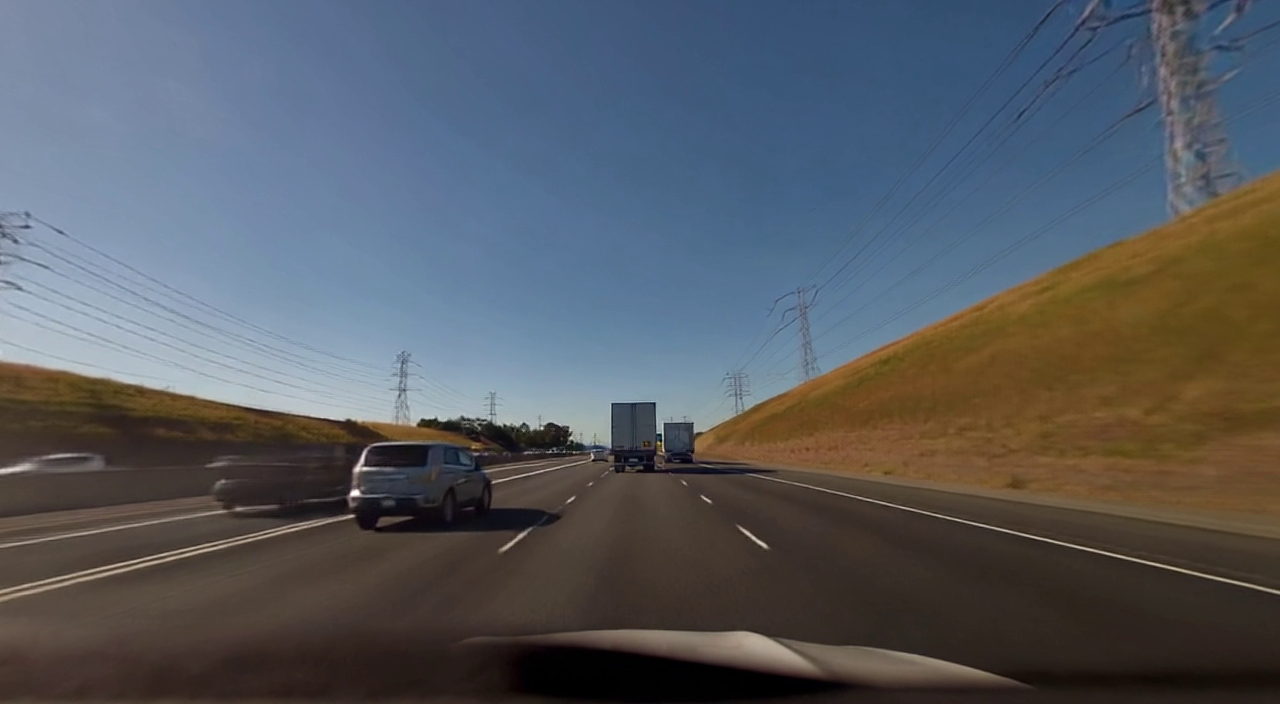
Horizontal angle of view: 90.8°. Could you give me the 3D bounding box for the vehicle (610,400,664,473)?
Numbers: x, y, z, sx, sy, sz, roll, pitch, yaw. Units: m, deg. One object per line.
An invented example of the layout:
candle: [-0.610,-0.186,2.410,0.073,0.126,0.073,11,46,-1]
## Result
vehicle: [-0.137,5.476,40.225,2.985,4.025,10.982,0,-9,0]

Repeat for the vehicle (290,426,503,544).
vehicle: [-3.964,2.237,11.236,2.050,1.679,4.253,0,-9,0]
